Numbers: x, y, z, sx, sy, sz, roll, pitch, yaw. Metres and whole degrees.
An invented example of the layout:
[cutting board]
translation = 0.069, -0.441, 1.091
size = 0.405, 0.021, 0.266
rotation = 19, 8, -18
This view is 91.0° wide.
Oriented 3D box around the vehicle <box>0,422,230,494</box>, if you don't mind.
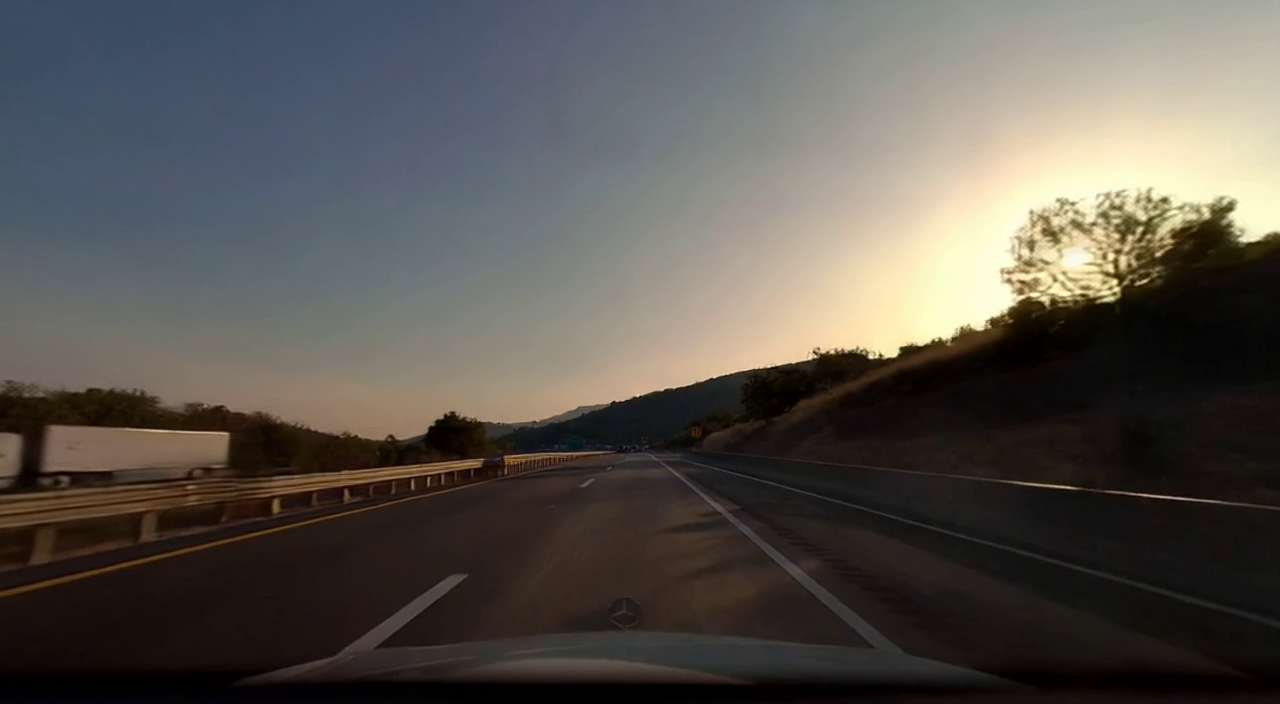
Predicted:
[vehicle]
translation = -36.422, 7.447, 45.091
size = 2.972, 4.186, 16.376
rotation = 0, -9, 1
